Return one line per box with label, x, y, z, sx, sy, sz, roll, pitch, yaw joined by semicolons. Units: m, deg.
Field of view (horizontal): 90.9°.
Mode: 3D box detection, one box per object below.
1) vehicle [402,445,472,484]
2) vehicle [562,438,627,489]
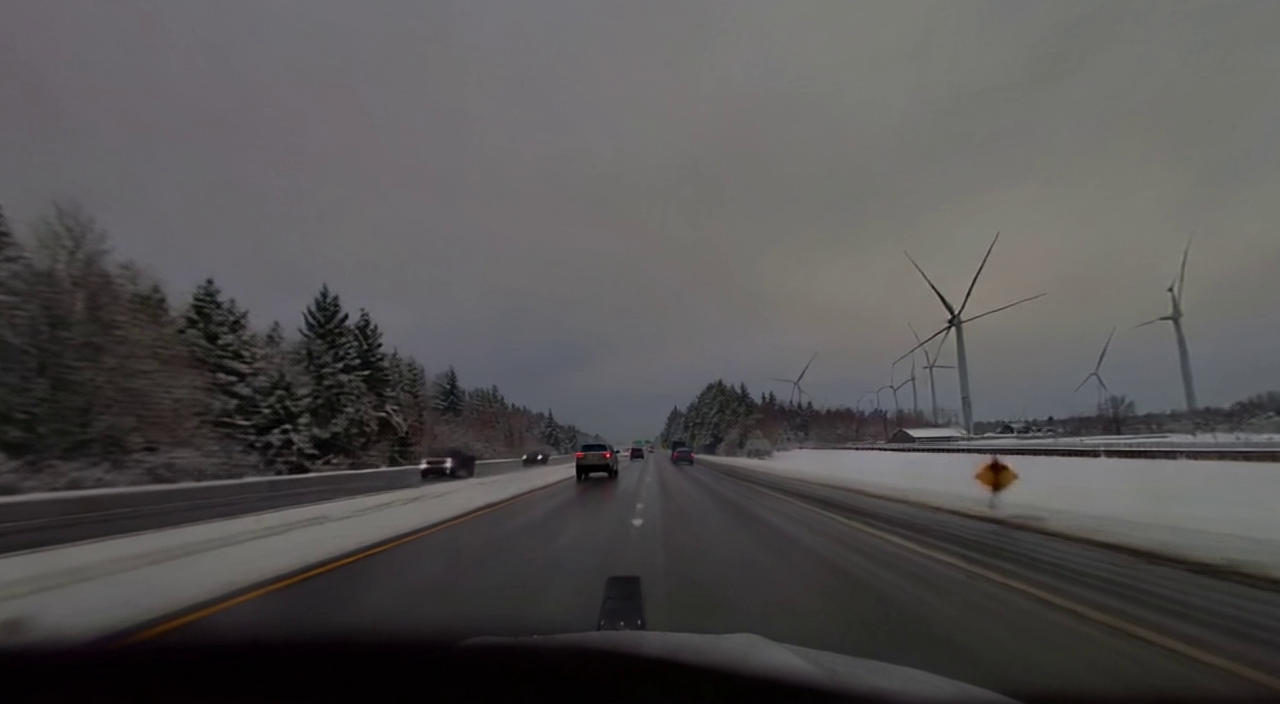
vehicle;-10.145;5.643;31.933;1.951;1.791;4.509;-1;-9;1
vehicle;-1.623;4.177;23.871;2.038;1.723;4.150;-1;-9;1
